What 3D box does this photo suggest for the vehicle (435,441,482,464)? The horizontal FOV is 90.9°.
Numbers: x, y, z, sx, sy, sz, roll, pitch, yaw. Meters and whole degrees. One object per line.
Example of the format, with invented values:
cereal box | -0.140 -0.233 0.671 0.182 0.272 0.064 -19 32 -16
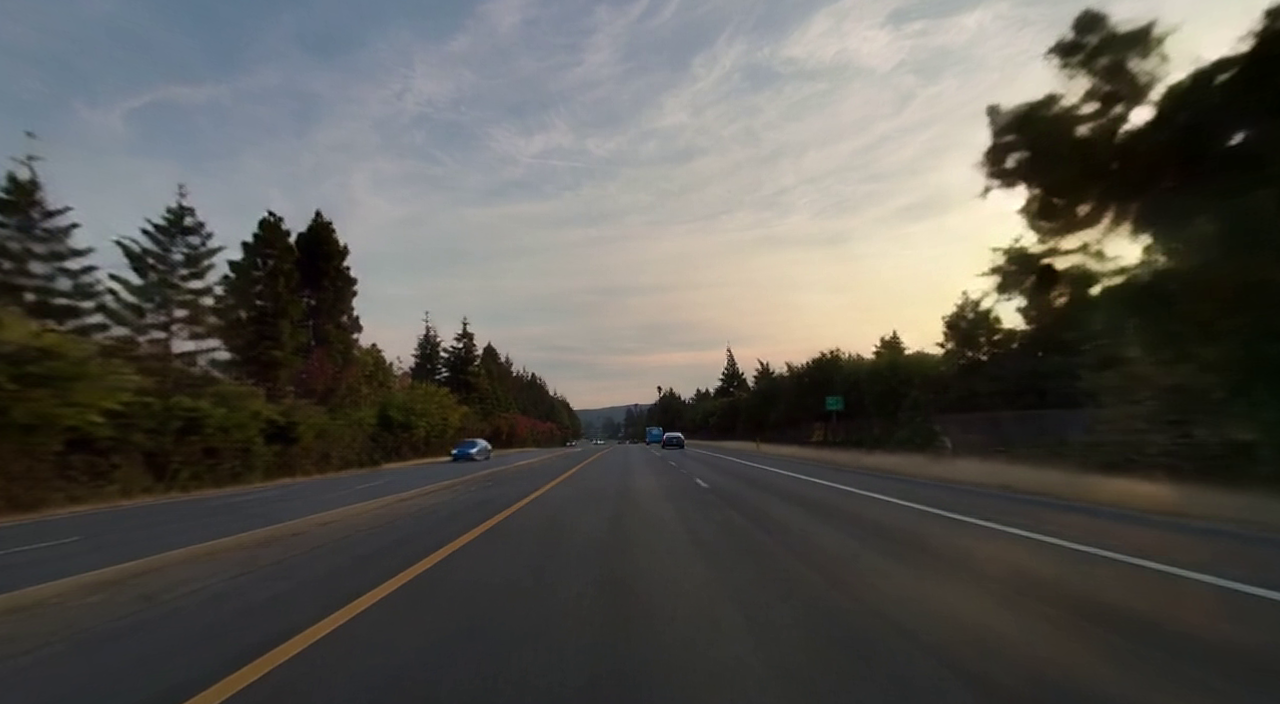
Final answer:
vehicle | -12.507 6.897 43.675 1.946 1.467 4.602 0 -8 -1
